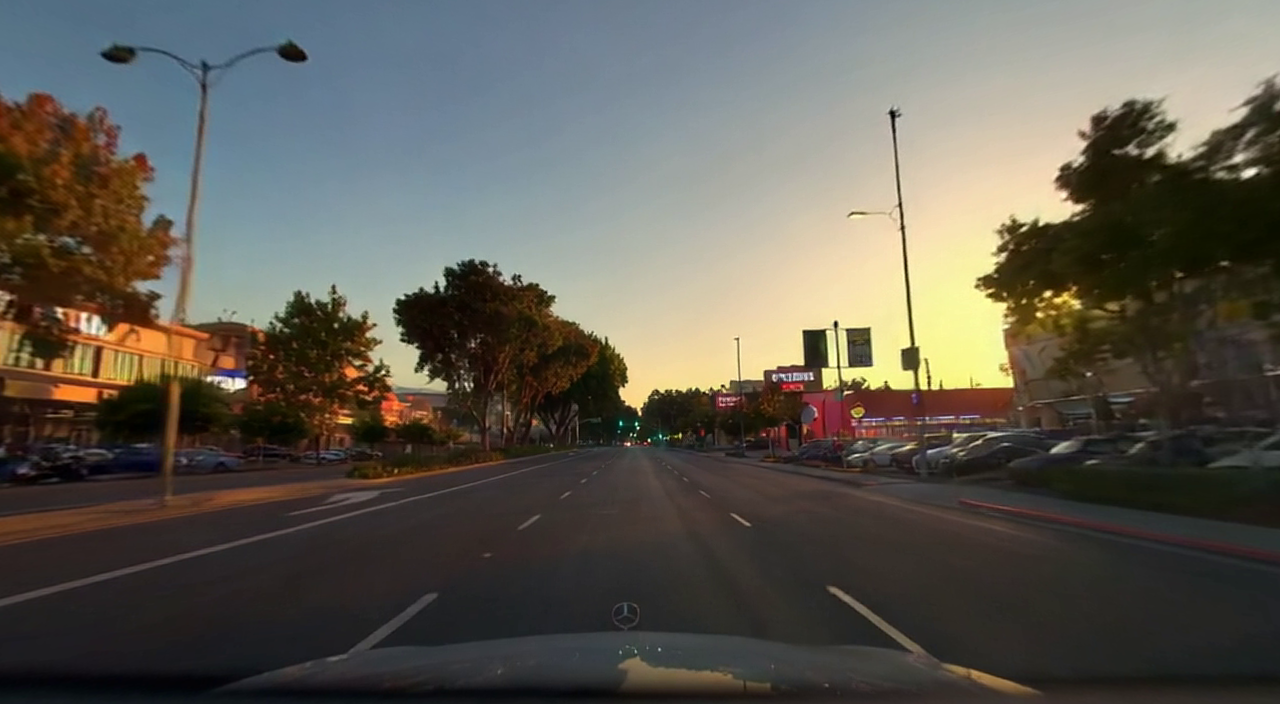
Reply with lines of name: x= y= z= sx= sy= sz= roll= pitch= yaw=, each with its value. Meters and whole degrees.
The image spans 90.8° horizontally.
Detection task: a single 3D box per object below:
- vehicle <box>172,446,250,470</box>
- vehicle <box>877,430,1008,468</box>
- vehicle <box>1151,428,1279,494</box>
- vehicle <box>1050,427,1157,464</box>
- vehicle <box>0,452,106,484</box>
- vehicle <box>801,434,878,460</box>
vehicle: x=-30.780 y=7.582 z=45.359 sx=4.189 sy=1.678 sz=1.887 roll=0 pitch=-8 yaw=1
vehicle: x=14.282 y=4.593 z=30.027 sx=5.134 sy=1.732 sz=2.047 roll=0 pitch=-8 yaw=0
vehicle: x=15.027 y=2.514 z=14.820 sx=1.878 sy=1.458 sz=4.709 roll=-1 pitch=-9 yaw=-4
vehicle: x=24.362 y=4.935 z=33.467 sx=1.917 sy=1.772 sz=5.073 roll=0 pitch=-8 yaw=2
vehicle: x=-30.572 y=5.955 z=32.529 sx=4.323 sy=1.467 sz=1.895 roll=-2 pitch=-9 yaw=-1
vehicle: x=13.357 y=6.398 z=42.468 sx=4.386 sy=1.570 sz=2.043 roll=-1 pitch=-9 yaw=-2
